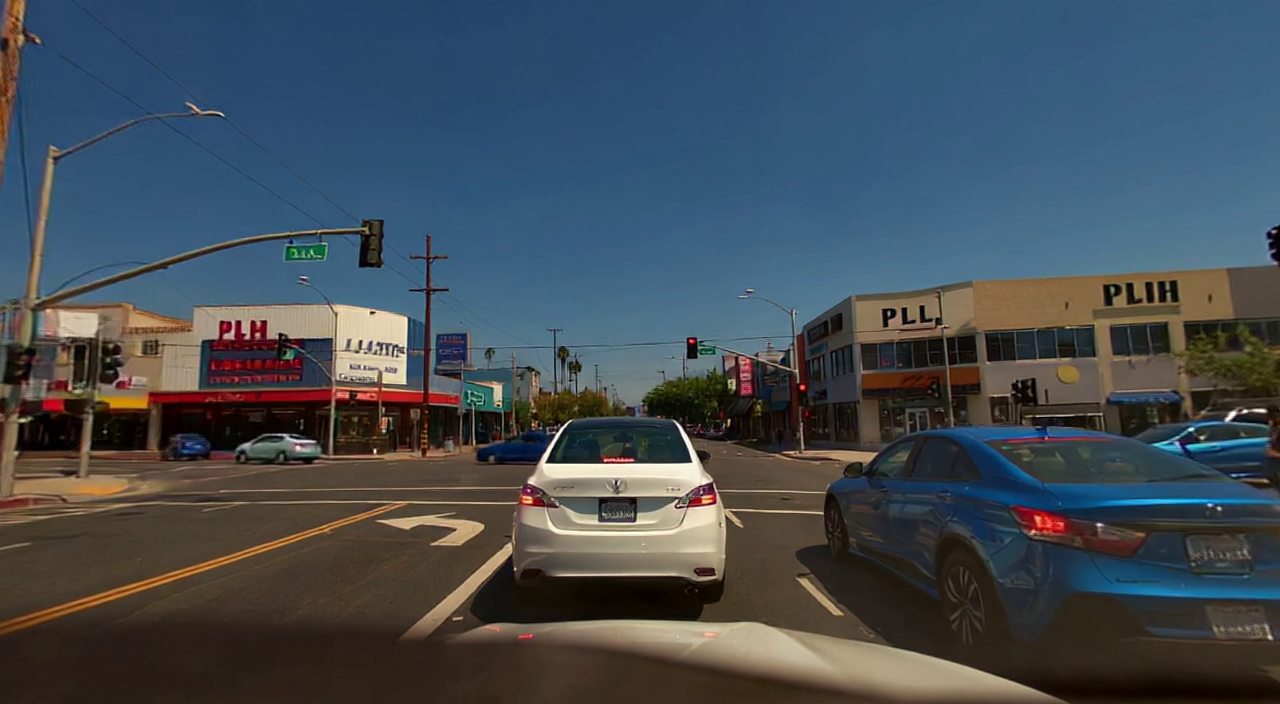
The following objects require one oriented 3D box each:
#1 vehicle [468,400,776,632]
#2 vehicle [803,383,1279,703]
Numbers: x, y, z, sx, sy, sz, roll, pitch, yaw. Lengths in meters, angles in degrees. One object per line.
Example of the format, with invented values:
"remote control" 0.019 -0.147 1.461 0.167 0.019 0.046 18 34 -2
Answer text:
"vehicle" -0.146 1.485 6.804 2.123 1.589 4.702 0 -8 -1
"vehicle" 3.038 1.304 5.449 1.983 1.654 4.354 0 -8 -2
